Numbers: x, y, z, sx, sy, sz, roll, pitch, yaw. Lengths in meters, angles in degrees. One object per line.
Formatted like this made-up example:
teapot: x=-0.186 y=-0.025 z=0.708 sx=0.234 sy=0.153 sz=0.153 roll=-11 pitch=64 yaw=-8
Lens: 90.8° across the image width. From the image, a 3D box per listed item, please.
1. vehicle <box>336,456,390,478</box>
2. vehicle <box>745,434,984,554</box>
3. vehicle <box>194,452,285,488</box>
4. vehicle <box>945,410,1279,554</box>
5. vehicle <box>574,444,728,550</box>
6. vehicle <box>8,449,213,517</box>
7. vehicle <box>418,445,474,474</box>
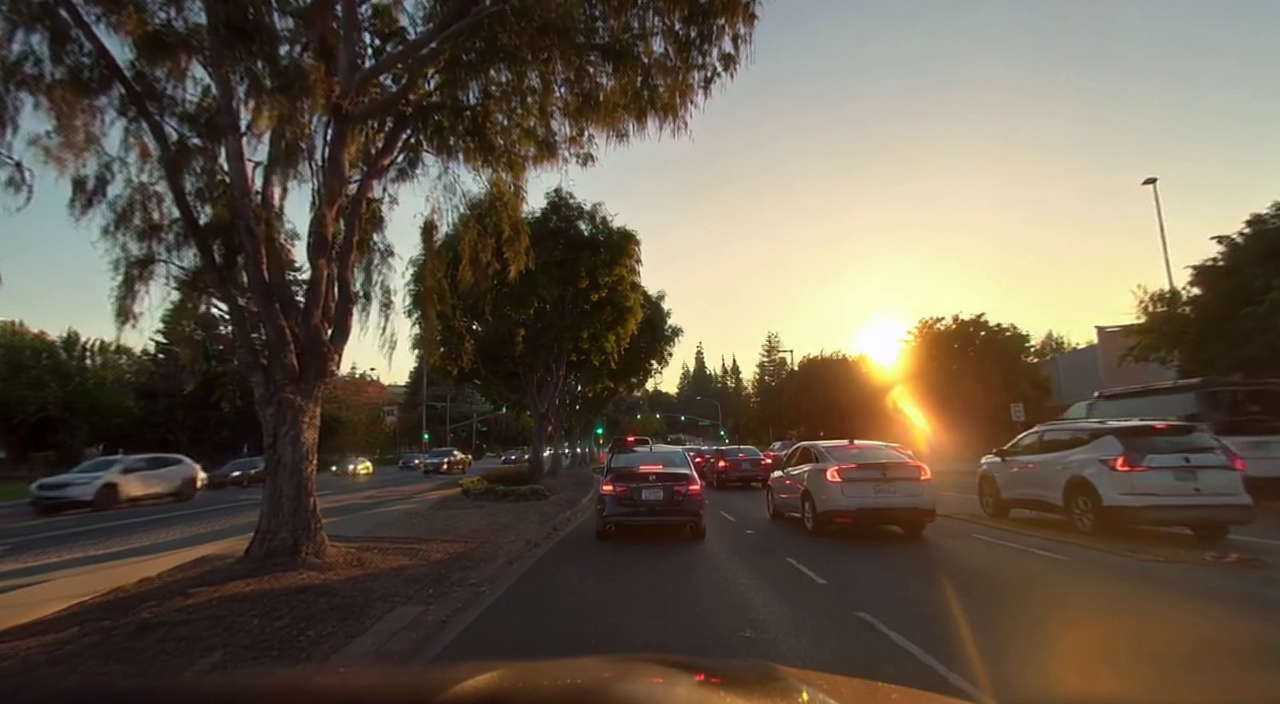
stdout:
vehicle: x=-18.580 y=7.705 z=42.558 sx=1.798 sy=1.333 sz=3.944 roll=0 pitch=-9 yaw=0
vehicle: x=3.180 y=2.115 z=10.284 sx=1.970 sy=1.445 sz=4.974 roll=0 pitch=-9 yaw=-1
vehicle: x=-22.347 y=6.559 z=35.493 sx=2.034 sy=1.798 sz=4.734 roll=0 pitch=-9 yaw=-1
vehicle: x=6.914 y=1.906 z=9.916 sx=1.987 sy=1.730 sz=4.373 roll=0 pitch=-9 yaw=-1
vehicle: x=0.087 y=2.178 z=10.219 sx=1.990 sy=1.347 sz=4.067 roll=0 pitch=-9 yaw=-2
vehicle: x=-15.523 y=3.811 z=18.981 sx=2.080 sy=1.738 sz=4.686 roll=0 pitch=-9 yaw=-1
vehicle: x=-11.824 y=6.562 z=38.758 sx=1.980 sy=1.675 sz=4.581 roll=0 pitch=-9 yaw=0
